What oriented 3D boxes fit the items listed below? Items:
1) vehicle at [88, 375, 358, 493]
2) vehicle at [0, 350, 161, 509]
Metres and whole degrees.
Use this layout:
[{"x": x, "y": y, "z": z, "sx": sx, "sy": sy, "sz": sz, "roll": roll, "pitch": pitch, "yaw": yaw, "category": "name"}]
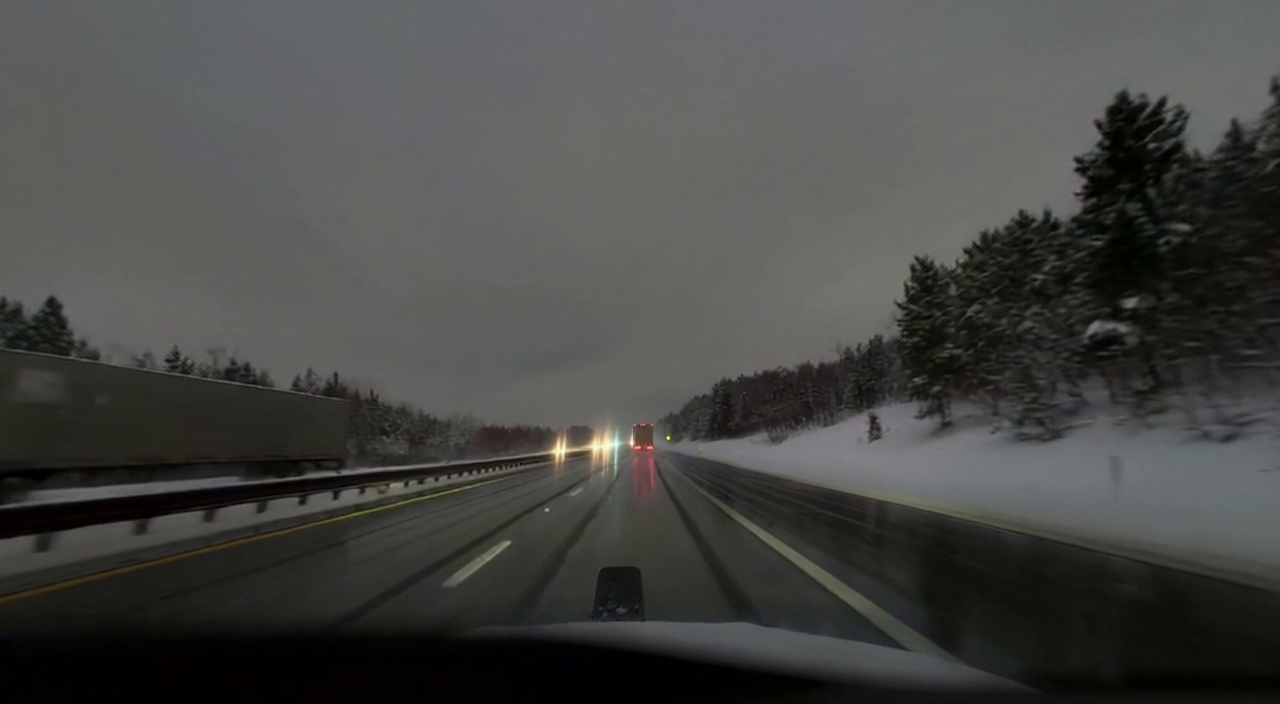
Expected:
[{"x": -17.479, "y": 3.858, "z": 28.786, "sx": 2.840, "sy": 4.054, "sz": 14.000, "roll": 0, "pitch": -9, "yaw": 0, "category": "vehicle"}, {"x": -17.457, "y": 1.918, "z": 15.668, "sx": 2.964, "sy": 3.929, "sz": 10.326, "roll": 0, "pitch": -9, "yaw": 0, "category": "vehicle"}]
